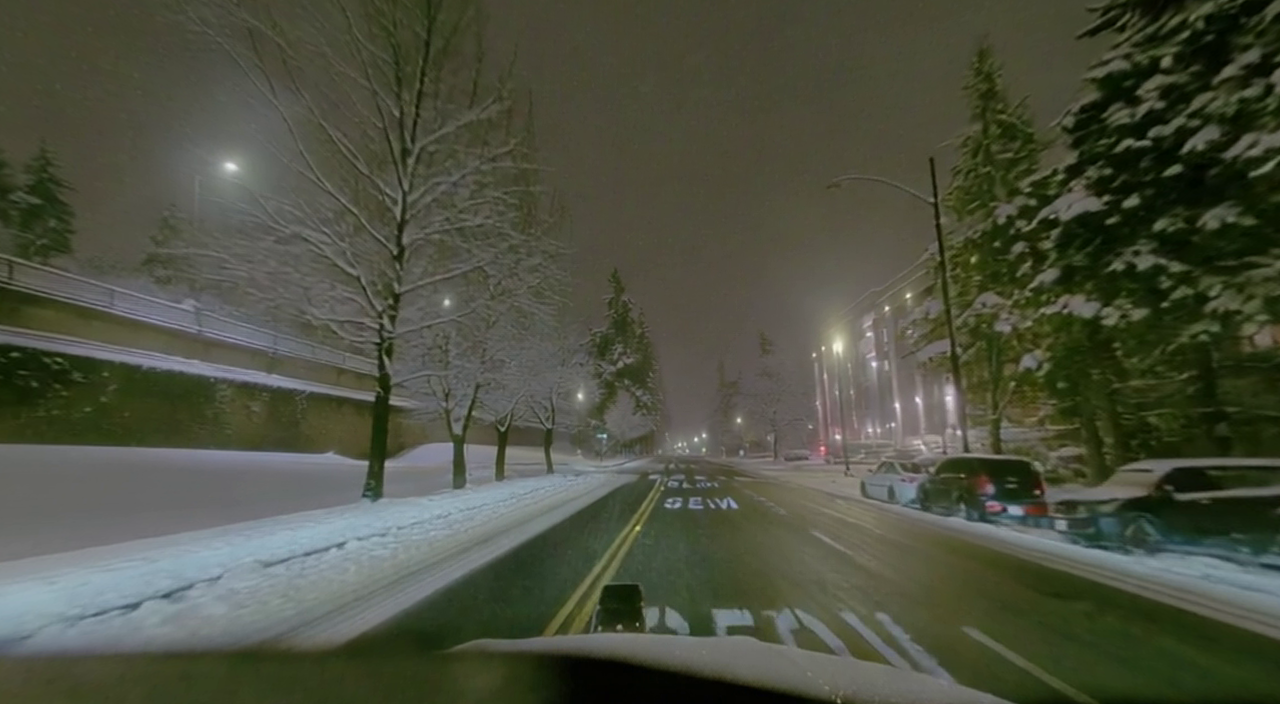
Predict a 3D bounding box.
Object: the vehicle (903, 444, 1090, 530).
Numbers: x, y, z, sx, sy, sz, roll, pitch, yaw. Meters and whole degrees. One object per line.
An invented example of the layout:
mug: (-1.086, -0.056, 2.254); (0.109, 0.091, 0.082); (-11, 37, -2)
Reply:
vehicle: (7.919, 2.979, 14.610); (1.954, 1.657, 4.522); (-1, -9, 4)

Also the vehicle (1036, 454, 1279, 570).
vehicle: (9.285, 2.382, 9.772); (4.775, 1.542, 2.145); (0, -9, 3)
